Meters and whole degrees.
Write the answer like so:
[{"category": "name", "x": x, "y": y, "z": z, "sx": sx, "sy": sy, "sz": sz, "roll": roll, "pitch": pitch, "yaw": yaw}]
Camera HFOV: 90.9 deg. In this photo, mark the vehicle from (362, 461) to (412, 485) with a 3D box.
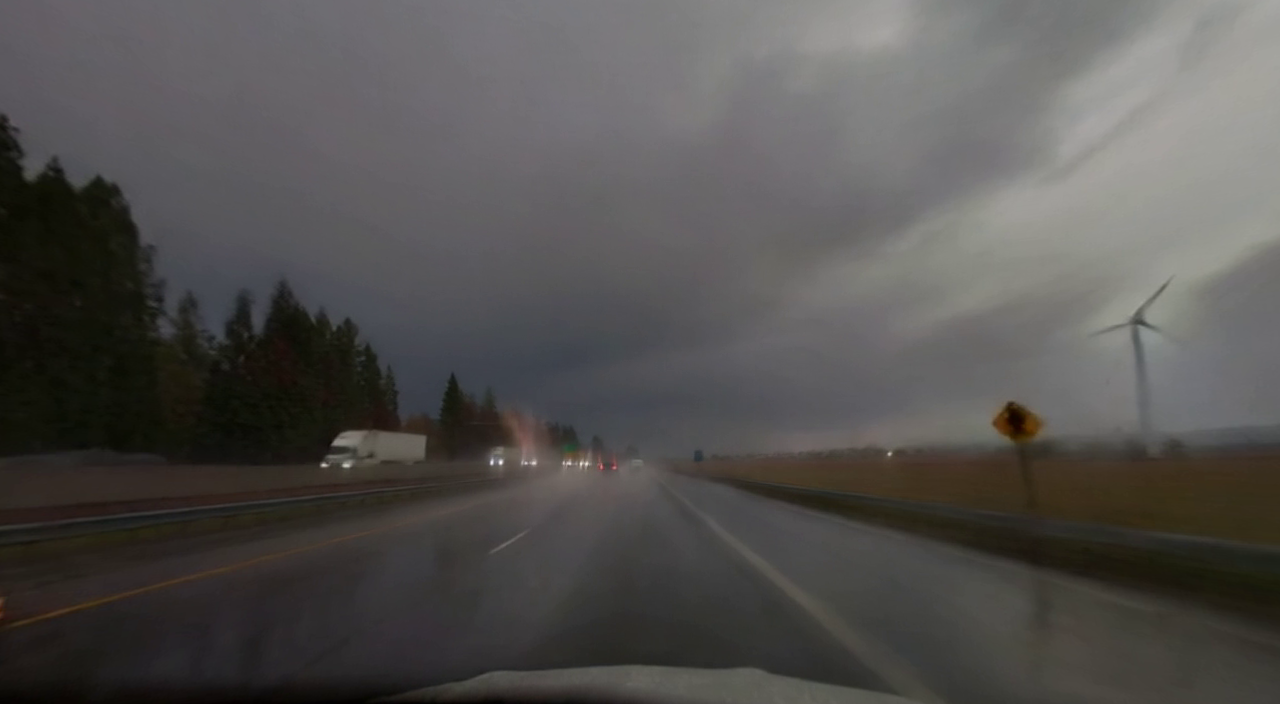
[{"category": "vehicle", "x": -16.154, "y": 7.730, "z": 40.366, "sx": 1.696, "sy": 1.416, "sz": 3.605, "roll": 1, "pitch": -10, "yaw": 0}]
